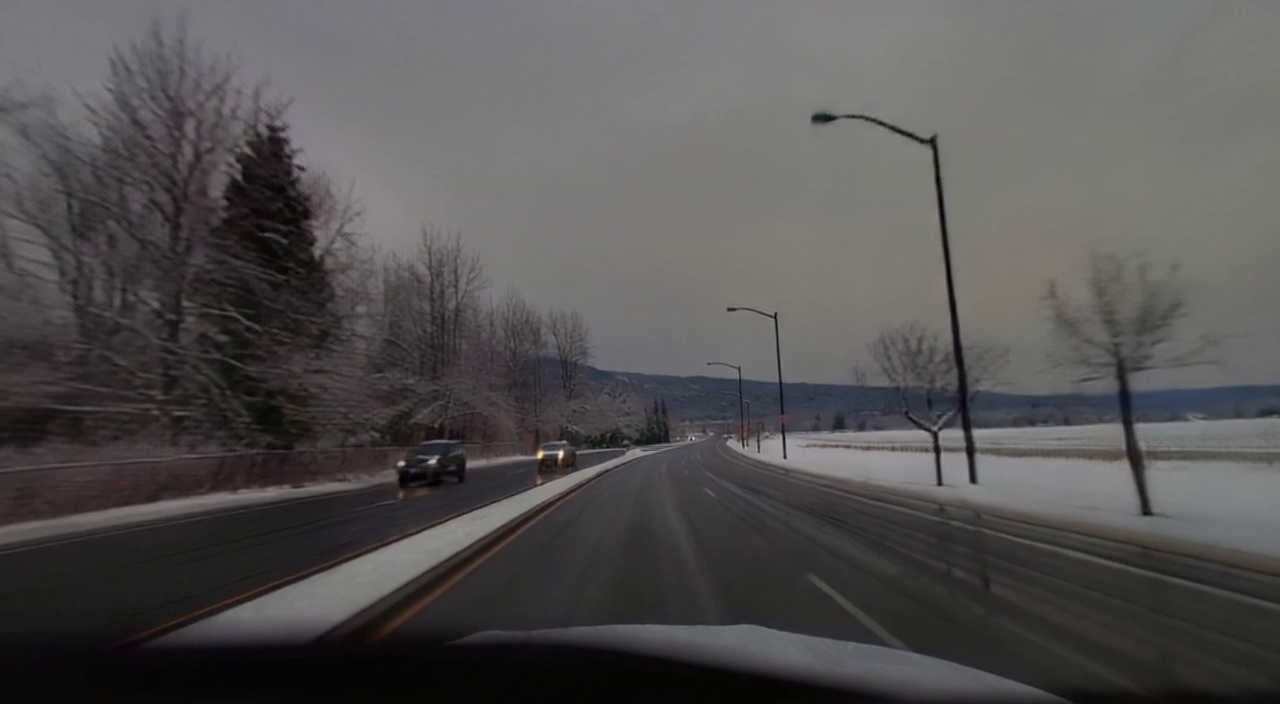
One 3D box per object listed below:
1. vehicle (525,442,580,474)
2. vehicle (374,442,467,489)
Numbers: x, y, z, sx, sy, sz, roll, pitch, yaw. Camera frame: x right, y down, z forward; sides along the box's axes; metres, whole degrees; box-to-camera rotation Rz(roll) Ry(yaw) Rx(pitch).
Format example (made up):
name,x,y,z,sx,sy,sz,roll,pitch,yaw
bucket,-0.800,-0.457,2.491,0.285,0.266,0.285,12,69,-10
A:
name,x,y,z,sx,sy,sz,roll,pitch,yaw
vehicle,-4.263,5.251,31.522,1.989,1.461,4.081,-1,-8,3
vehicle,-8.428,4.370,24.722,1.982,1.671,4.431,0,-8,1
